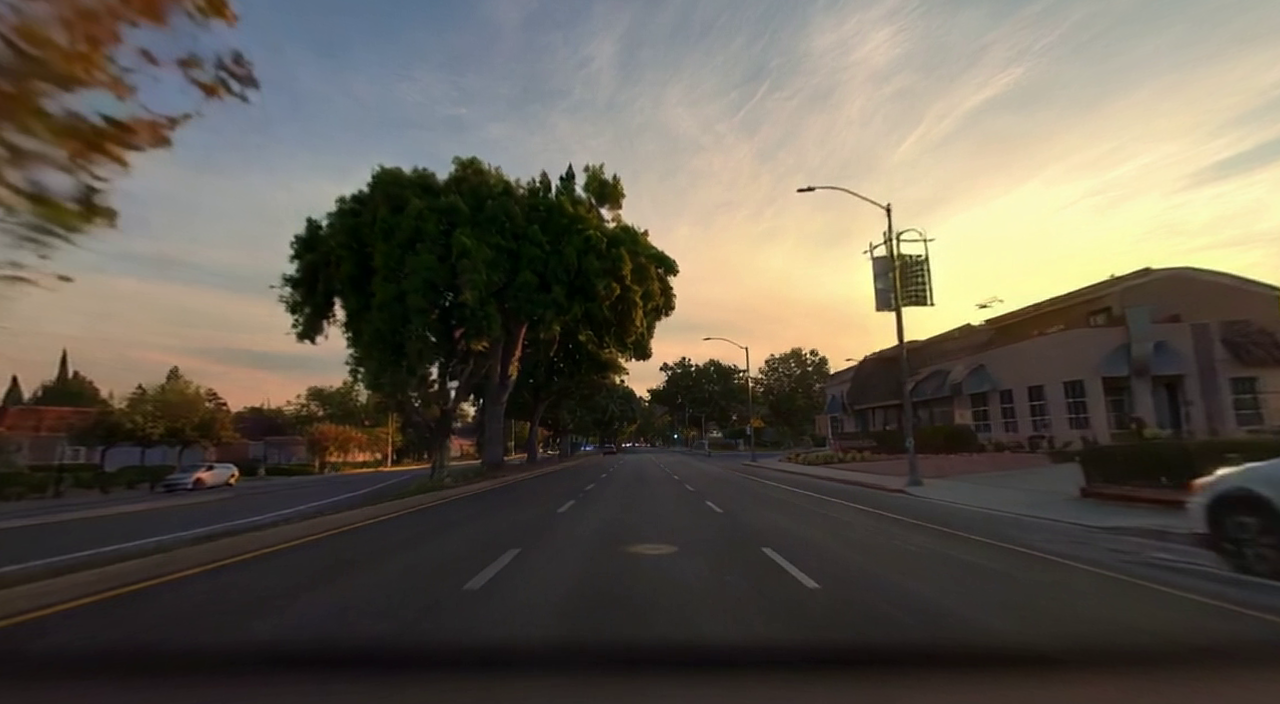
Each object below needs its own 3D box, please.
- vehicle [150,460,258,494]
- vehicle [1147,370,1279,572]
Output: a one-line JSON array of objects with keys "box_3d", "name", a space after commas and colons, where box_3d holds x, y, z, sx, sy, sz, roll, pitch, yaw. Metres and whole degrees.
[{"box_3d": [-22.185, 6.360, 32.535, 1.164, 1.469, 6.173, 0, -9, 0], "name": "vehicle"}, {"box_3d": [7.111, 1.000, 5.127, 1.954, 1.907, 4.736, 0, -9, -1], "name": "vehicle"}]
